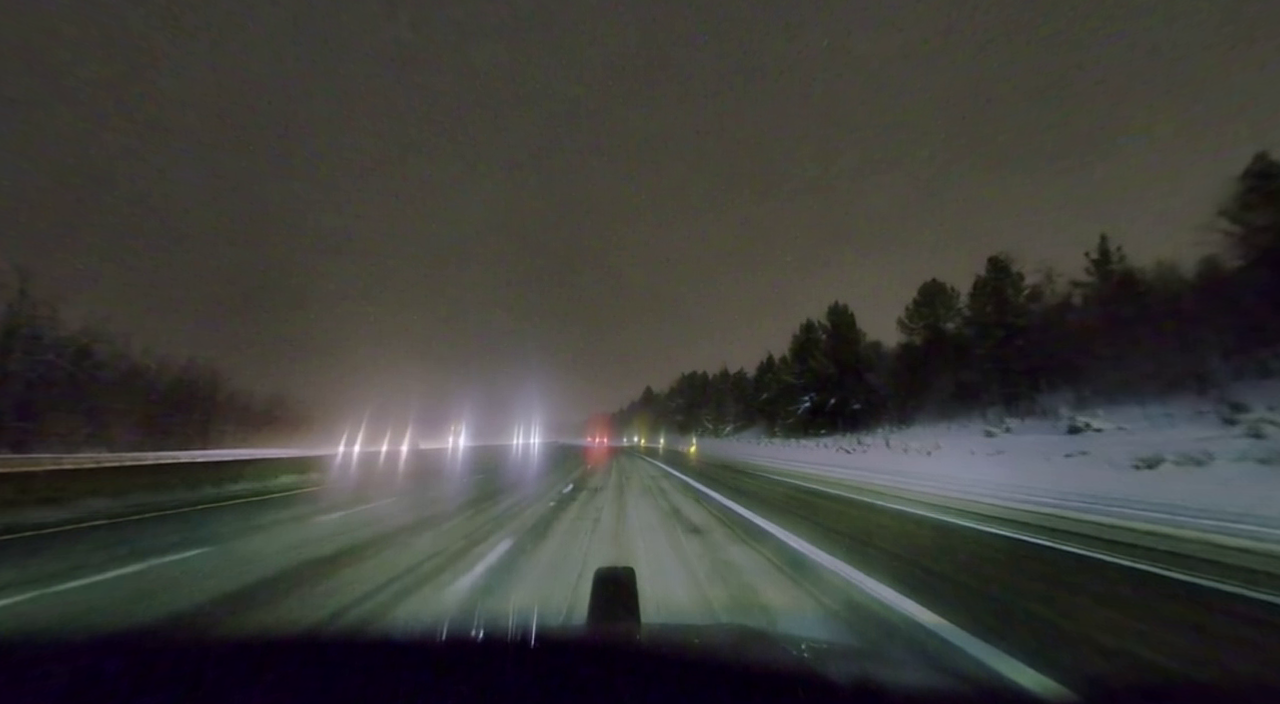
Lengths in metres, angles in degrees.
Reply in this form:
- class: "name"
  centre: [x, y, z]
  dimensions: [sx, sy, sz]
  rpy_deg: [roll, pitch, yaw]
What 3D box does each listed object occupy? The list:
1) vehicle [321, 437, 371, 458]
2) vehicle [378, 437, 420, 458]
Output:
- class: "vehicle"
  centre: [-21.917, 7.120, 47.104]
  dimensions: [1.806, 1.497, 4.474]
  rpy_deg: [0, -8, -2]
- class: "vehicle"
  centre: [-17.423, 6.907, 45.724]
  dimensions: [1.714, 1.455, 3.723]
  rpy_deg: [0, -8, -3]
